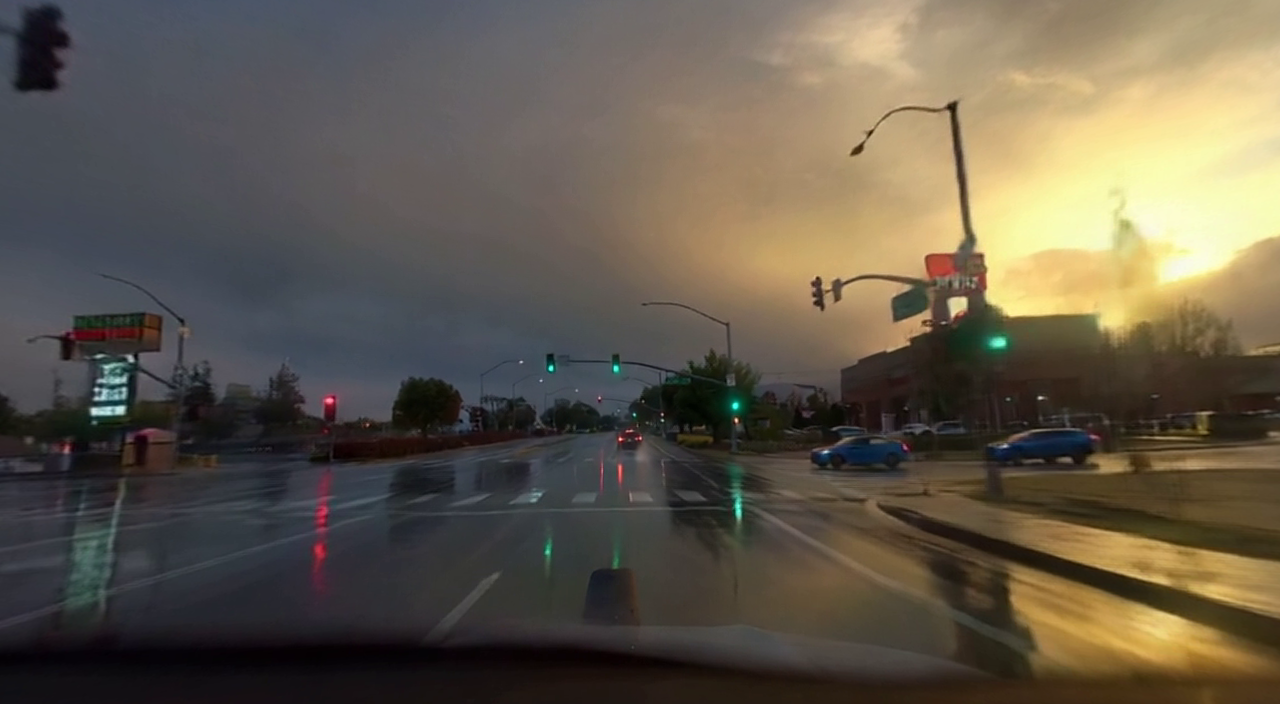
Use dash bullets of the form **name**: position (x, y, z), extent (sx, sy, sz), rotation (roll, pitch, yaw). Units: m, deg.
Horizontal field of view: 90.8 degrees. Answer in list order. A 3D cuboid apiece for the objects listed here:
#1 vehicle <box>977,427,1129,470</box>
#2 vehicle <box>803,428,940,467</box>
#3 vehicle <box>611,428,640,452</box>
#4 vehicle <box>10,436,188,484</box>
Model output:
- **vehicle**: position (16.724, 3.913, 25.758), extent (4.710, 1.588, 2.053), rotation (-1, -9, -2)
- **vehicle**: position (9.351, 3.909, 25.844), extent (4.794, 1.511, 1.992), rotation (0, -8, -3)
- **vehicle**: position (-1.052, 6.451, 46.096), extent (2.024, 1.628, 4.774), rotation (0, -8, -1)
- **vehicle**: position (-34.480, 6.899, 40.585), extent (8.399, 2.938, 2.801), rotation (1, -8, -4)
